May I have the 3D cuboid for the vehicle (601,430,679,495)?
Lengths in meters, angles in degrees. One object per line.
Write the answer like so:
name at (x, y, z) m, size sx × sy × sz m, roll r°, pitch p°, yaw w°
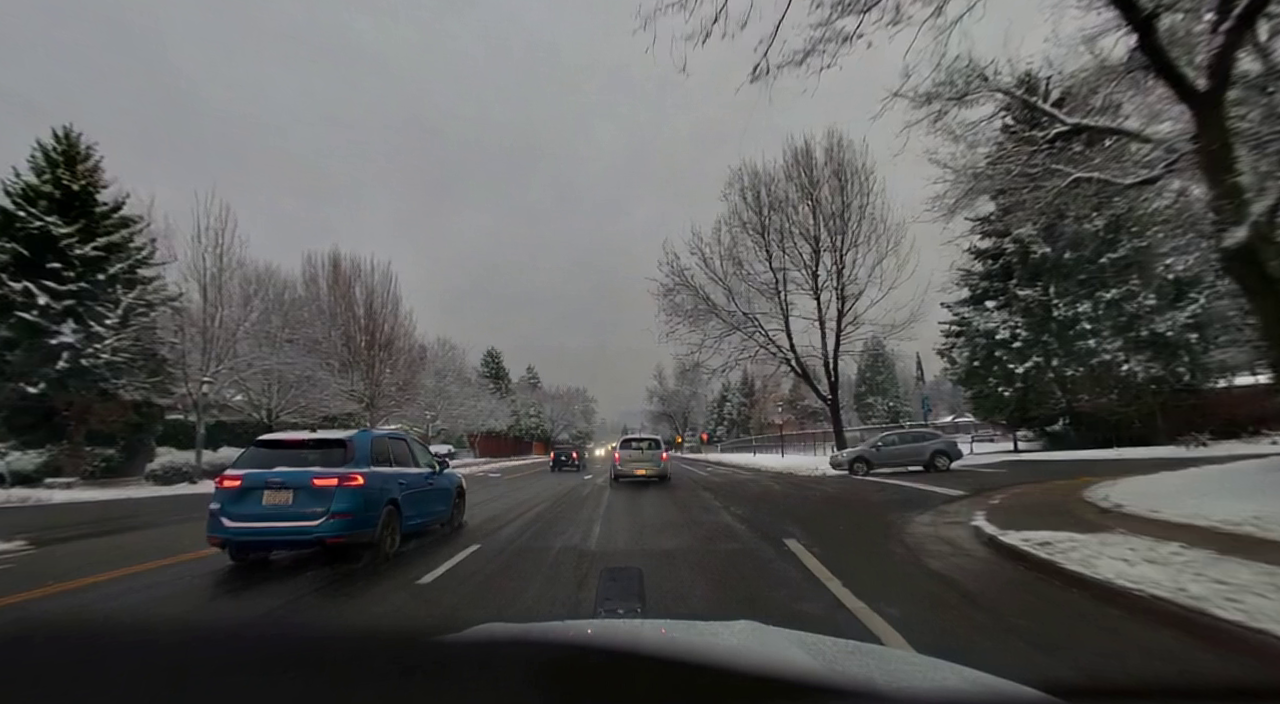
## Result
vehicle at (-0.012, 3.361, 19.619) m, size 2.131 × 1.761 × 4.242 m, roll 0°, pitch -8°, yaw 0°

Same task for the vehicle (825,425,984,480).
vehicle at (8.902, 3.420, 21.610) m, size 4.497 × 1.743 × 1.983 m, roll 0°, pitch -8°, yaw 1°

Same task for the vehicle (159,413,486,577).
vehicle at (-3.951, 1.867, 9.097) m, size 2.243 × 1.722 × 4.621 m, roll 0°, pitch -8°, yaw 1°

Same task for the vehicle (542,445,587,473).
vehicle at (-4.252, 6.118, 36.305) m, size 2.014 × 1.493 × 4.658 m, roll 0°, pitch -8°, yaw 0°
